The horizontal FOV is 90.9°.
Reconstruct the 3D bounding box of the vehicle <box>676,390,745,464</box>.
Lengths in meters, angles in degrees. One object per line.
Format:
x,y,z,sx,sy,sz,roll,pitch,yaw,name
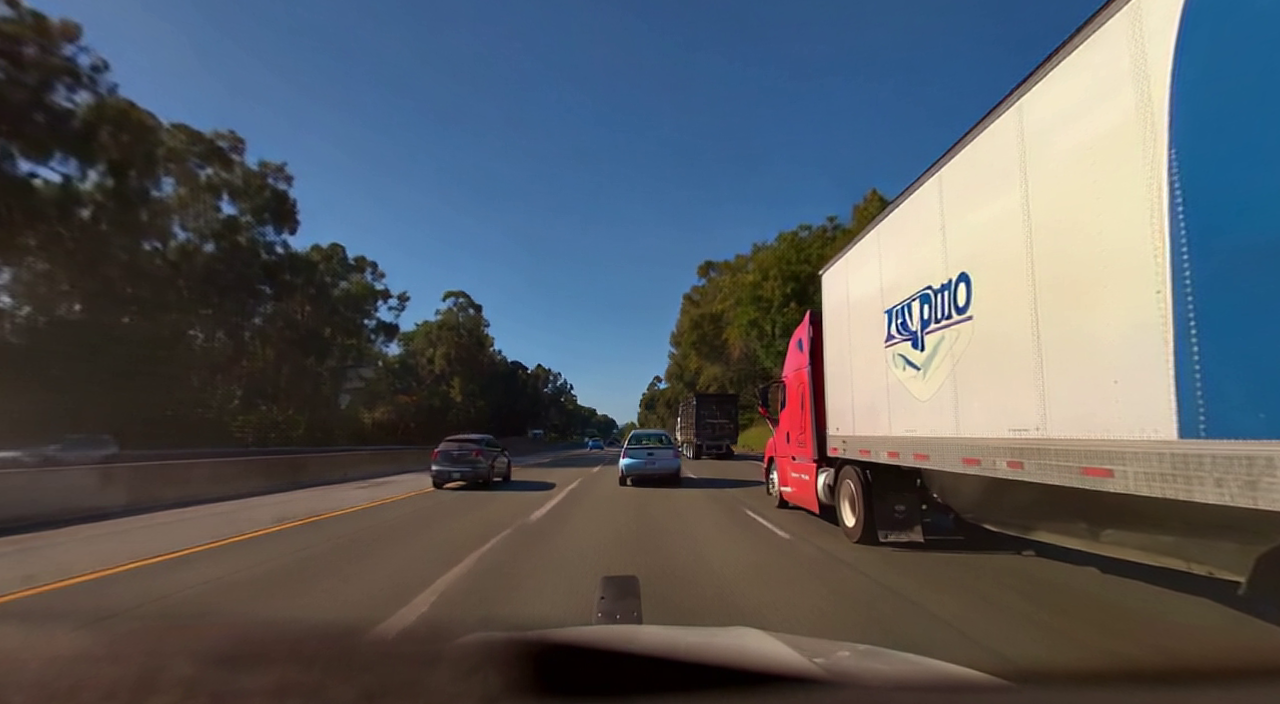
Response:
4.275,5.007,41.489,2.869,4.067,13.731,0,-8,0,vehicle

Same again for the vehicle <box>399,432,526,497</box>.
-4.462,2.868,16.626,2.048,1.452,4.430,0,-8,0,vehicle

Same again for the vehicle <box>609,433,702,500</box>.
0.327,2.711,15.452,2.021,1.435,3.611,0,-8,0,vehicle

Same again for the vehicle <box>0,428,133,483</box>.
-18.400,3.134,19.411,1.817,1.495,4.331,0,-8,2,vehicle

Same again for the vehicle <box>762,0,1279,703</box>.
4.255,0.225,6.840,2.816,4.070,14.136,0,-8,-1,vehicle
